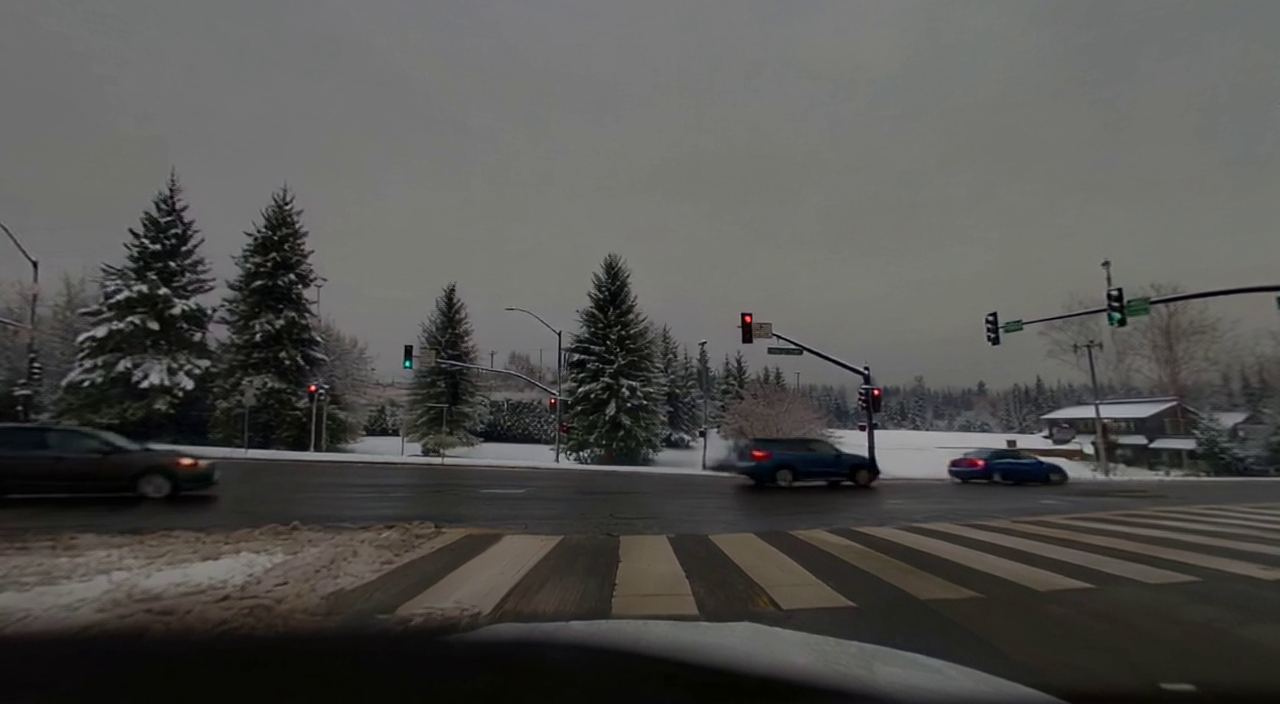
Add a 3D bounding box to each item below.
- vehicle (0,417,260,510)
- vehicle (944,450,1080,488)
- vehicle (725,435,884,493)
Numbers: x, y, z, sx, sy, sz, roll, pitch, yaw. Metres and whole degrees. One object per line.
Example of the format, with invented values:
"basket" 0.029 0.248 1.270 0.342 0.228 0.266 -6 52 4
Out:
"vehicle" -10.071 1.993 11.512 4.952 1.511 1.855 2 -9 -17
"vehicle" 15.976 4.986 27.141 5.203 1.488 1.907 3 -9 -17
"vehicle" 5.290 3.565 20.425 4.626 1.710 1.891 3 -9 -17
